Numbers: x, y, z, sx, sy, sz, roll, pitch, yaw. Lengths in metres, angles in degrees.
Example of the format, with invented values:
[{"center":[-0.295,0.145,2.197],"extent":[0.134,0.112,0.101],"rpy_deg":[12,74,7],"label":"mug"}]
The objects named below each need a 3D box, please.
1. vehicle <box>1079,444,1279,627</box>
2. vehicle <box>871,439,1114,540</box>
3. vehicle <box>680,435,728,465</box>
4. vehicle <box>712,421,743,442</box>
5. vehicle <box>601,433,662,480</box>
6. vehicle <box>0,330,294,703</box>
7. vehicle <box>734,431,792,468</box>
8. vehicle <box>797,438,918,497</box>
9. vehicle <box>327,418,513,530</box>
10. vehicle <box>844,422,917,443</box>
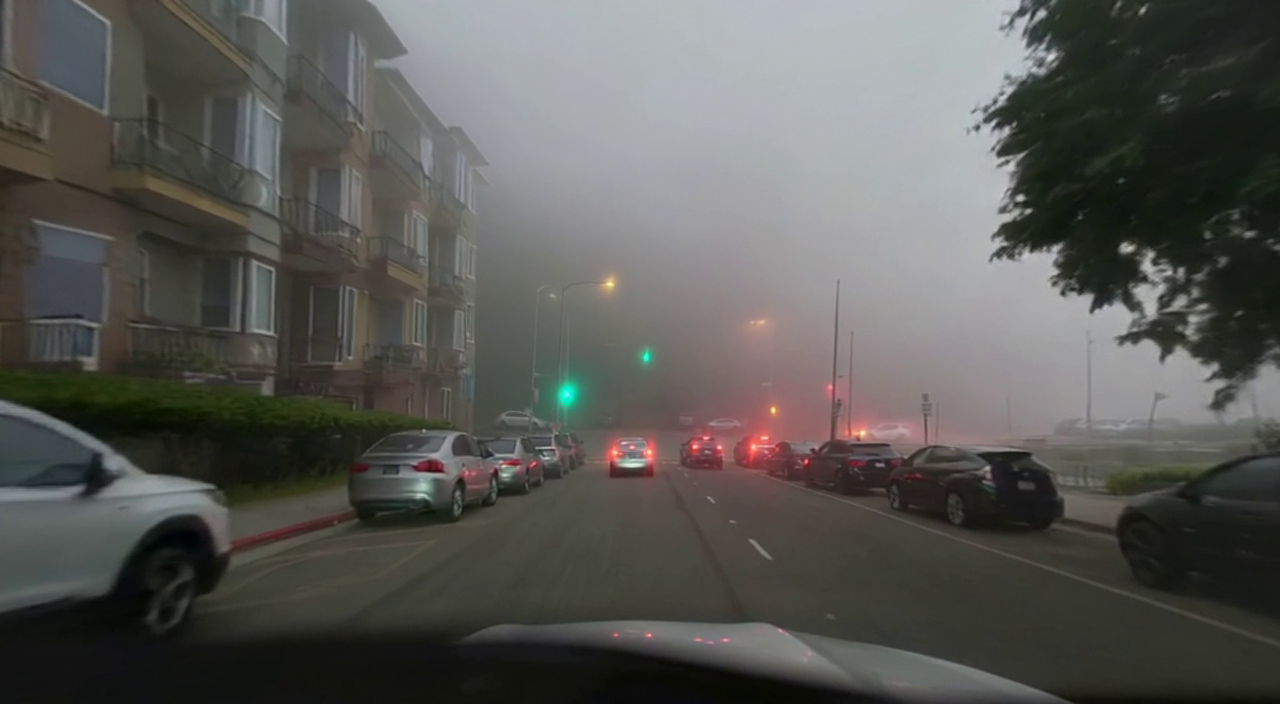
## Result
[{"center":[6.160,1.544,5.425],"extent":[1.814,1.490,4.109],"rpy_deg":[0,-8,1],"label":"vehicle"},{"center":[6.211,2.435,11.914],"extent":[1.980,1.518,4.526],"rpy_deg":[0,-8,0],"label":"vehicle"},{"center":[3.235,5.084,32.823],"extent":[2.055,1.450,4.676],"rpy_deg":[0,-8,0],"label":"vehicle"},{"center":[6.538,6.021,47.656],"extent":[1.815,1.519,3.491],"rpy_deg":[0,-8,0],"label":"vehicle"},{"center":[-0.271,3.626,22.105],"extent":[1.923,1.460,3.923],"rpy_deg":[0,-8,0],"label":"vehicle"},{"center":[-3.680,0.805,2.704],"extent":[1.975,1.759,4.250],"rpy_deg":[0,-8,-1],"label":"vehicle"},{"center":[6.151,4.931,32.048],"extent":[1.999,1.752,4.502],"rpy_deg":[0,-8,0],"label":"vehicle"},{"center":[6.113,3.292,18.346],"extent":[1.938,1.487,4.371],"rpy_deg":[0,-8,0],"label":"vehicle"},{"center":[-3.683,2.103,11.390],"extent":[1.831,1.650,3.852],"rpy_deg":[0,-8,2],"label":"vehicle"},{"center":[18.317,6.191,48.113],"extent":[4.738,1.537,1.960],"rpy_deg":[0,-8,2],"label":"vehicle"}]
